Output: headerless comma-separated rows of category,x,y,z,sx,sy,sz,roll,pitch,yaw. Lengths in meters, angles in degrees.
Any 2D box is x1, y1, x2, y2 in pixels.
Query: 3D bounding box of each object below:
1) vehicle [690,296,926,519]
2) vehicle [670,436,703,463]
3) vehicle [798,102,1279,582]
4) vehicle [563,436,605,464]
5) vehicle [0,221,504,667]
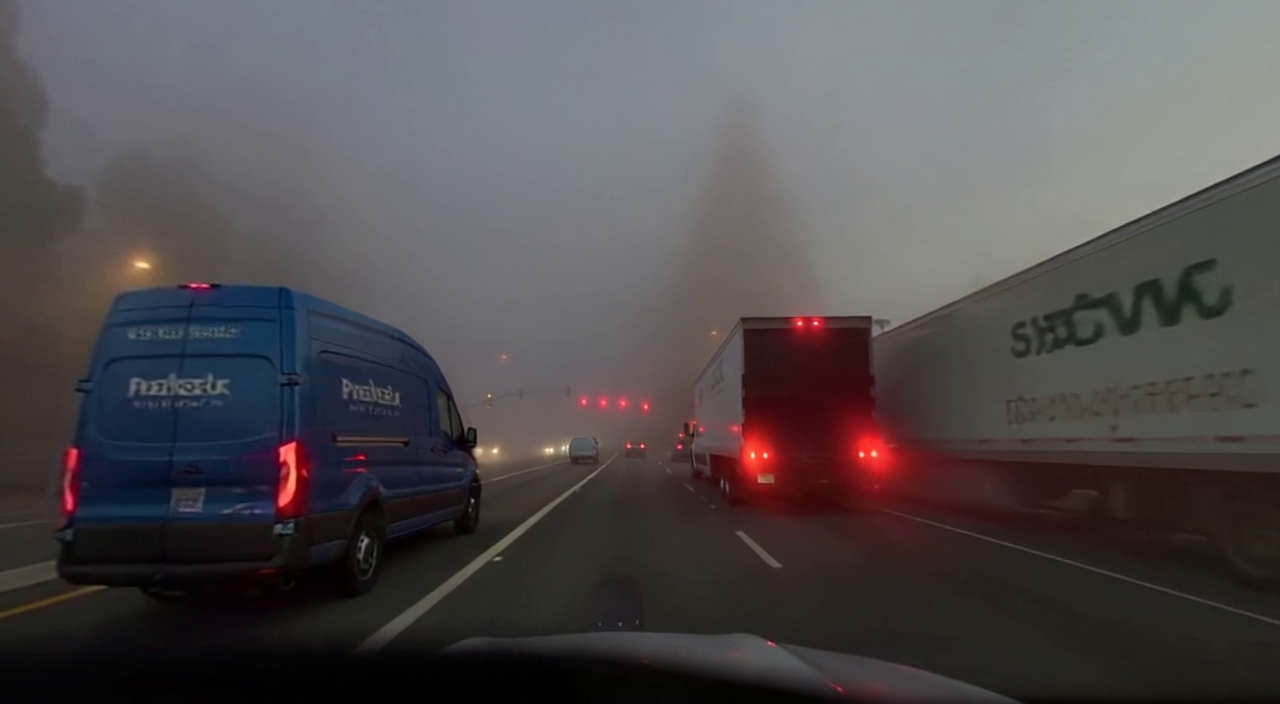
vehicle,2.997,1.574,14.873,2.861,3.525,9.858,0,-9,0
vehicle,3.012,6.442,41.773,1.869,1.616,4.346,0,-9,0
vehicle,6.902,0.907,12.128,2.941,4.060,16.879,-4,-9,-1
vehicle,-3.720,6.677,43.092,2.356,1.766,5.674,0,-9,0
vehicle,-3.547,1.001,7.211,2.443,2.784,6.493,0,-9,1
